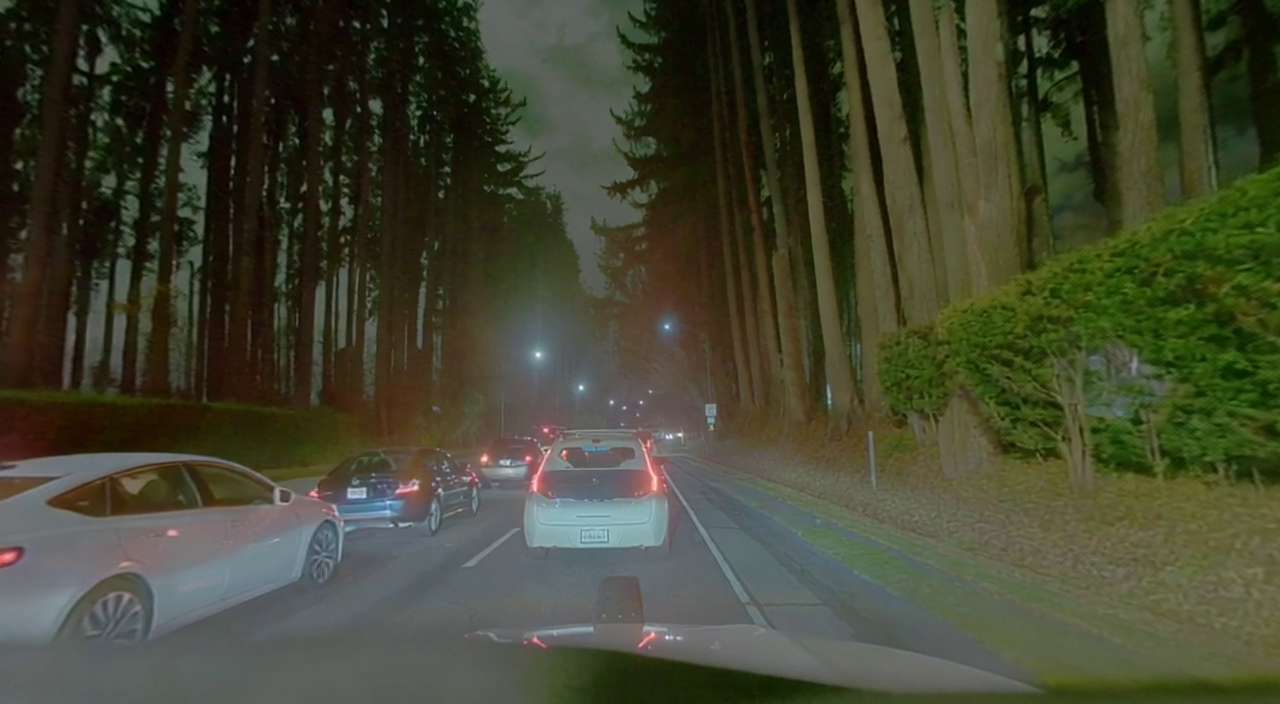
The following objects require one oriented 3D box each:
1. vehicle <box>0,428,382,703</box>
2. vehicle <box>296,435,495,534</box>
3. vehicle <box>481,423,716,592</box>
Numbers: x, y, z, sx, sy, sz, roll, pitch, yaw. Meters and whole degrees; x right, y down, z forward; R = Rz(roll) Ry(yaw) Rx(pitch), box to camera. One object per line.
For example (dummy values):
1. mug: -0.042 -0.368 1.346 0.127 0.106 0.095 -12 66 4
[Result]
1. vehicle: -3.813 1.358 4.916 1.784 1.408 4.141 0 -8 1
2. vehicle: -4.256 2.356 11.914 1.898 1.503 4.453 0 -9 1
3. vehicle: -0.416 1.719 7.847 2.127 1.517 4.090 0 -9 -1
